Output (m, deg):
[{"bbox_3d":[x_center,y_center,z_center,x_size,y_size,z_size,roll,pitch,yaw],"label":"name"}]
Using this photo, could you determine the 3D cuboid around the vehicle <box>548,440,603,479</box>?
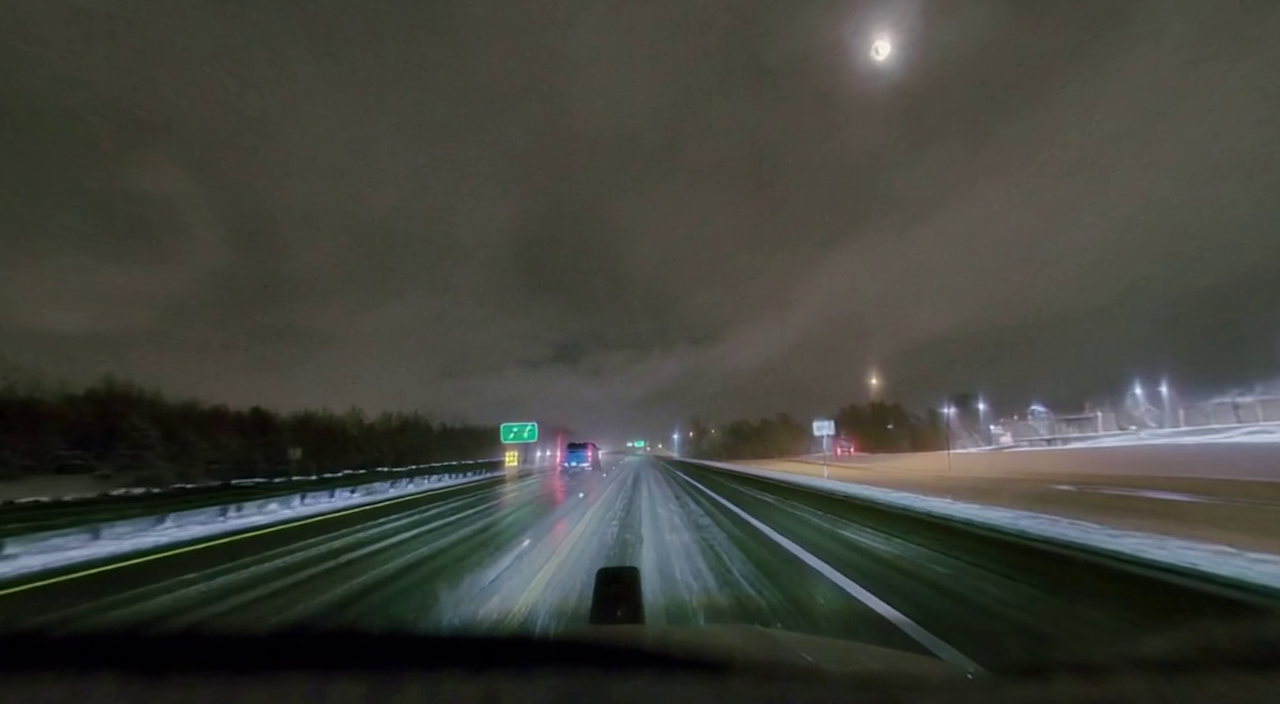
[{"bbox_3d":[-3.030,5.190,30.574,2.152,1.717,4.423,0,-9,1],"label":"vehicle"}]
